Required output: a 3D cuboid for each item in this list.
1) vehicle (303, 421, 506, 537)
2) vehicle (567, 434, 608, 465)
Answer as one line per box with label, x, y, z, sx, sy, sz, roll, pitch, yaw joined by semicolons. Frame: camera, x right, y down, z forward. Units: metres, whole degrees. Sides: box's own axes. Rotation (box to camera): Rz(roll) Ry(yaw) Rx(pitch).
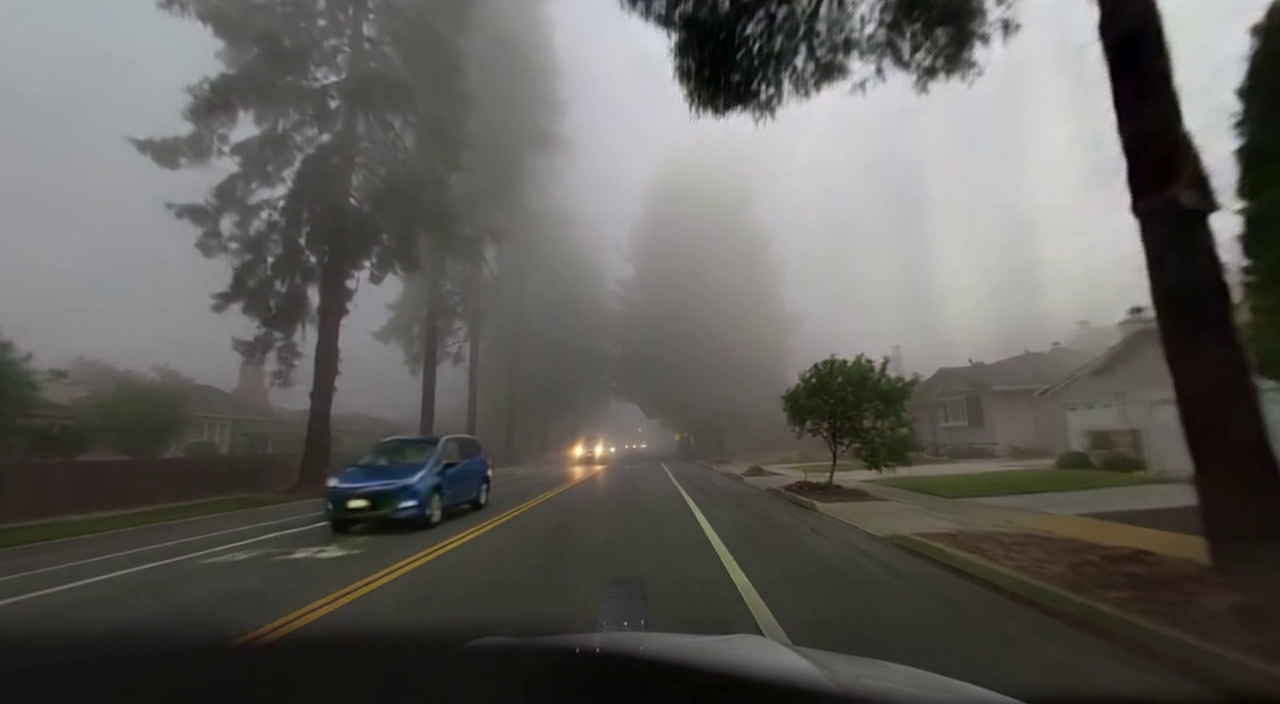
vehicle;-4.178;2.315;12.185;2.041;1.780;4.618;0;-8;1
vehicle;-3.781;7.172;46.651;2.417;2.088;5.780;0;-8;1
